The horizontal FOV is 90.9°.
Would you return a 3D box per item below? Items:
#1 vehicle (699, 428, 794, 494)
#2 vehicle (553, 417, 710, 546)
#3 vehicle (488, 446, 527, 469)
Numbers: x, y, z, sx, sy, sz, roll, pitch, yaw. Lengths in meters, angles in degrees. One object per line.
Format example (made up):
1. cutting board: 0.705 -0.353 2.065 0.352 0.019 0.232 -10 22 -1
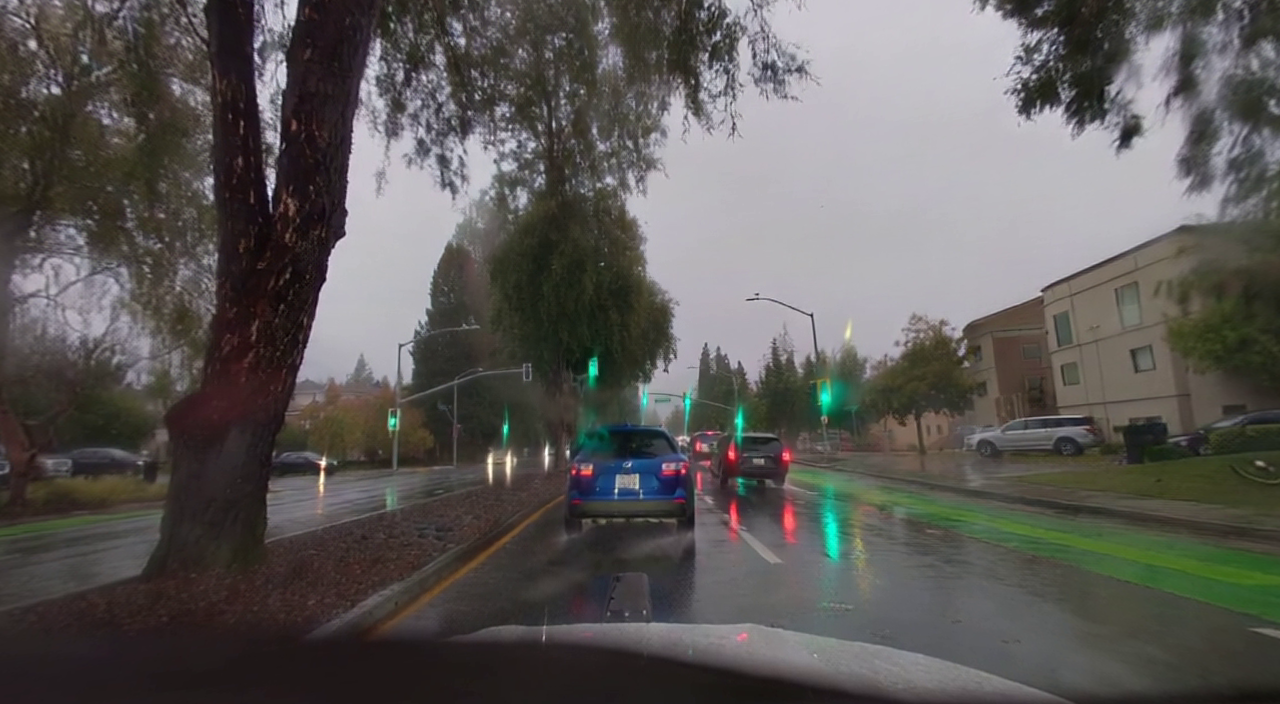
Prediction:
1. vehicle: 3.201 3.400 19.993 2.189 1.815 4.495 0 -8 0
2. vehicle: -0.099 2.060 10.587 2.109 1.730 3.963 0 -8 1
3. vehicle: -9.971 7.975 47.852 1.886 1.666 4.575 0 -8 1
